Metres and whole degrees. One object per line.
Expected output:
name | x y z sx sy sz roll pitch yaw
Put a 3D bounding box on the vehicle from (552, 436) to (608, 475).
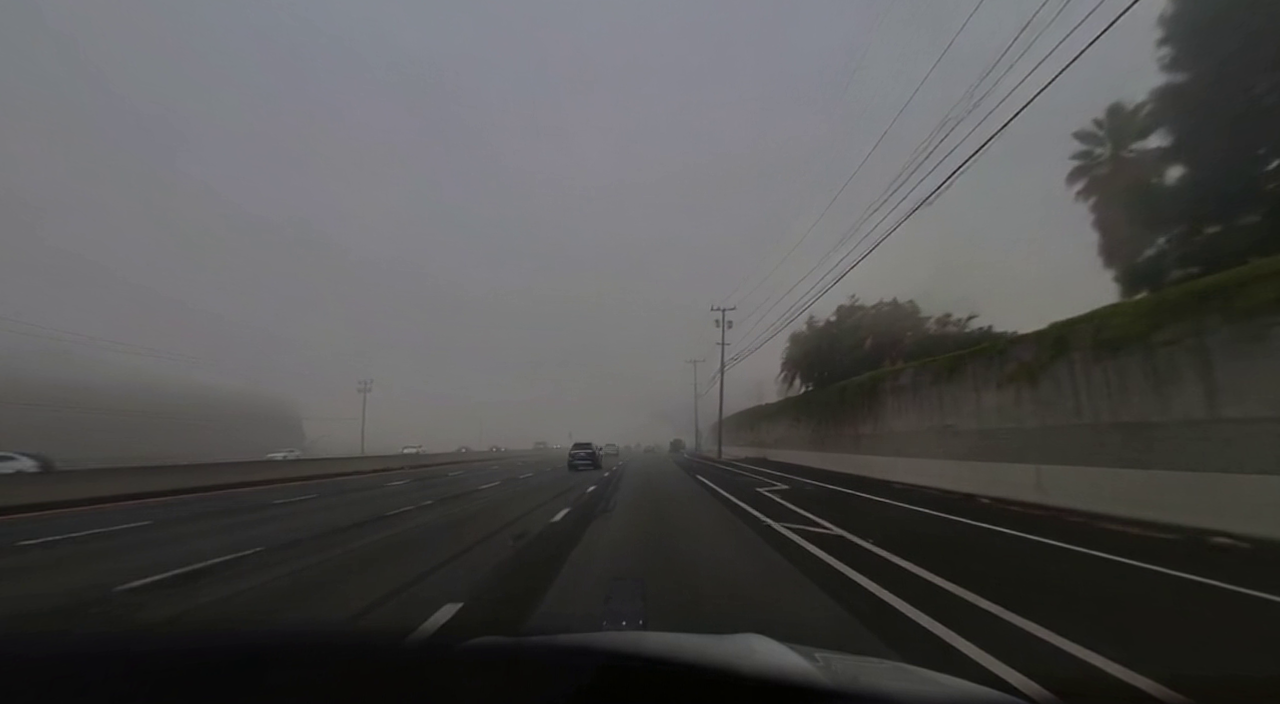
vehicle | -2.656 4.676 28.716 2.029 1.609 3.935 0 -8 2
